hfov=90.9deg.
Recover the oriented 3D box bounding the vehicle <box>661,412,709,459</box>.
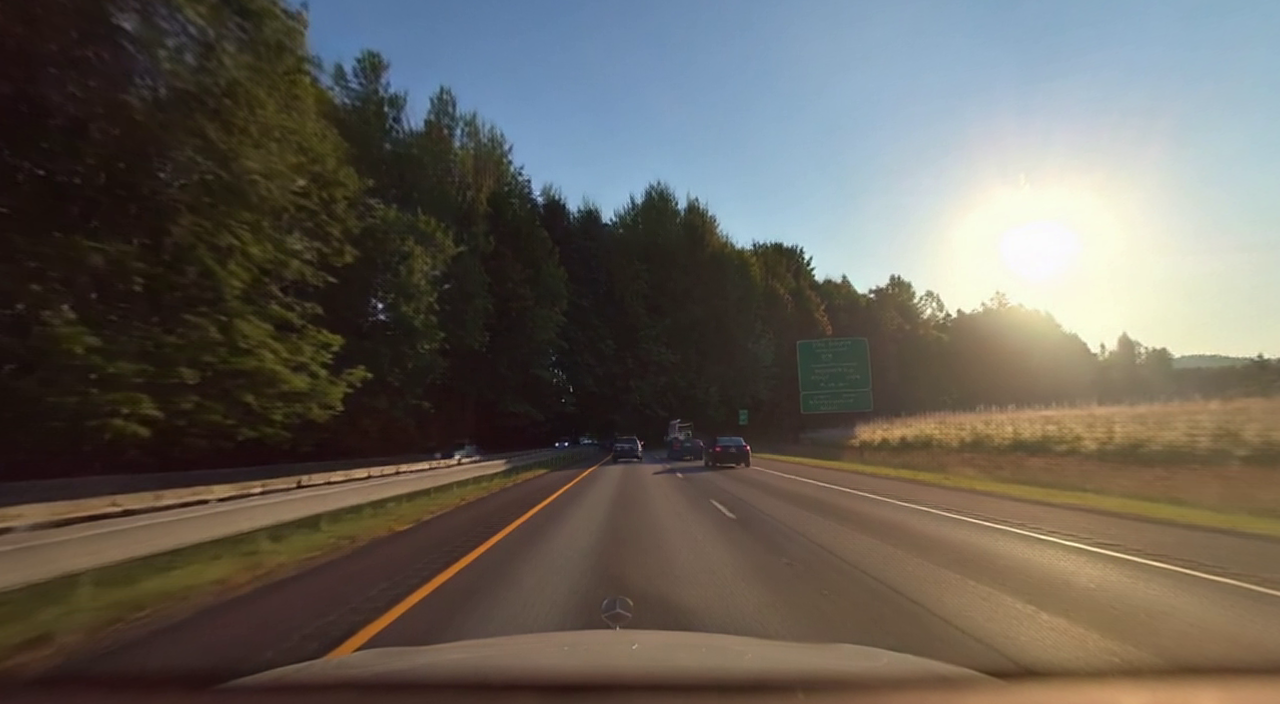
[{"bbox_3d":[3.098,6.001,45.266,2.728,3.053,7.708,0,-8,-1],"label":"vehicle"}]

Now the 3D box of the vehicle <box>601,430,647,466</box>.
[{"bbox_3d":[-0.795,4.827,32.031,2.206,1.681,4.111,0,-8,-1],"label":"vehicle"}]

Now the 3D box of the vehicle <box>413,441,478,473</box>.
[{"bbox_3d":[-9.636,5.208,31.620,1.874,1.441,4.450,0,-8,0],"label":"vehicle"}]

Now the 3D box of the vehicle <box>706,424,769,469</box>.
[{"bbox_3d":[4.354,4.294,28.911,2.073,1.905,4.023,0,-8,-3],"label":"vehicle"}]
